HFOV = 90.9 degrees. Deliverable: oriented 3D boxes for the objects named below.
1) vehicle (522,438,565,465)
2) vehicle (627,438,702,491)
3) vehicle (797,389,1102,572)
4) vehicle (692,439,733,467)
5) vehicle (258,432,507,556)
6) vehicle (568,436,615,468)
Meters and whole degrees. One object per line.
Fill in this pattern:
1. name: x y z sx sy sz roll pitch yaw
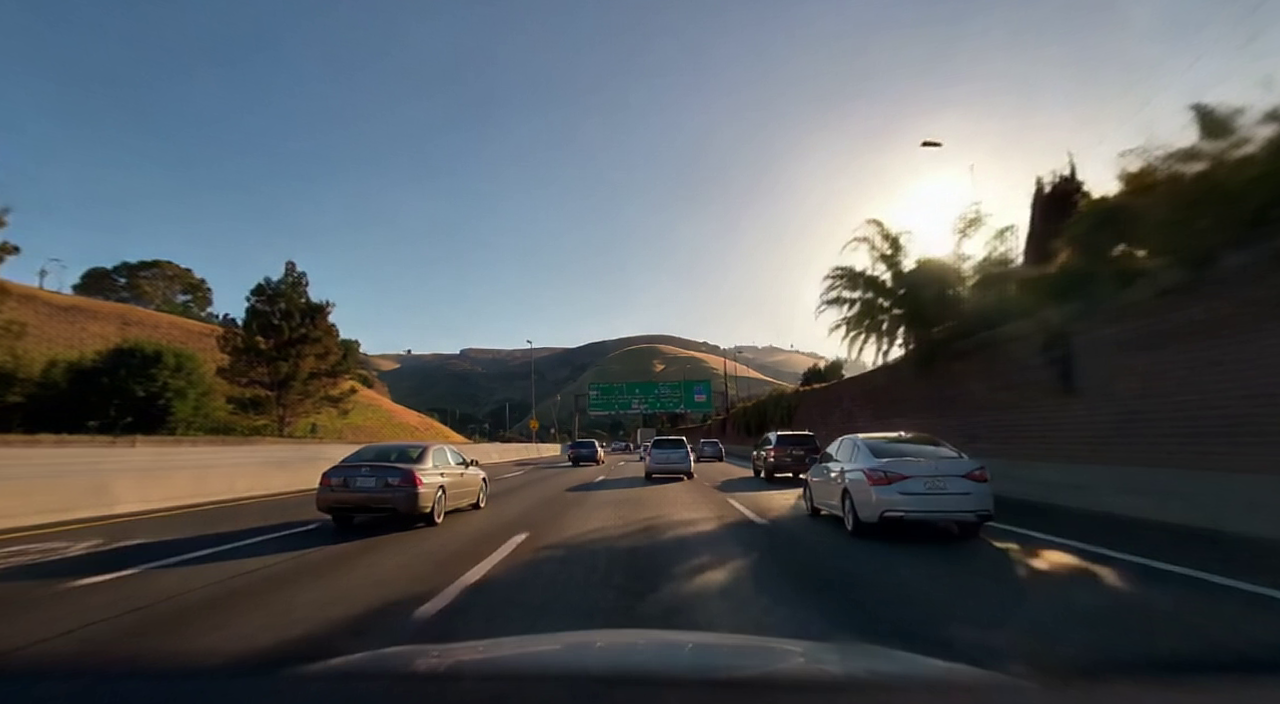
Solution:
1. vehicle: -6.695 6.939 44.161 2.055 1.751 4.825 0 -8 3
2. vehicle: 0.708 3.449 19.762 2.105 1.471 3.978 0 -8 0
3. vehicle: 3.664 1.605 8.593 1.930 1.831 4.344 0 -8 0
4. vehicle: 4.091 5.747 36.138 1.855 1.513 3.915 0 -8 0
5. vehicle: -3.523 2.008 9.717 1.961 1.456 4.362 0 -8 1
6. vehicle: -2.779 5.874 37.236 2.154 1.793 4.736 0 -8 3
